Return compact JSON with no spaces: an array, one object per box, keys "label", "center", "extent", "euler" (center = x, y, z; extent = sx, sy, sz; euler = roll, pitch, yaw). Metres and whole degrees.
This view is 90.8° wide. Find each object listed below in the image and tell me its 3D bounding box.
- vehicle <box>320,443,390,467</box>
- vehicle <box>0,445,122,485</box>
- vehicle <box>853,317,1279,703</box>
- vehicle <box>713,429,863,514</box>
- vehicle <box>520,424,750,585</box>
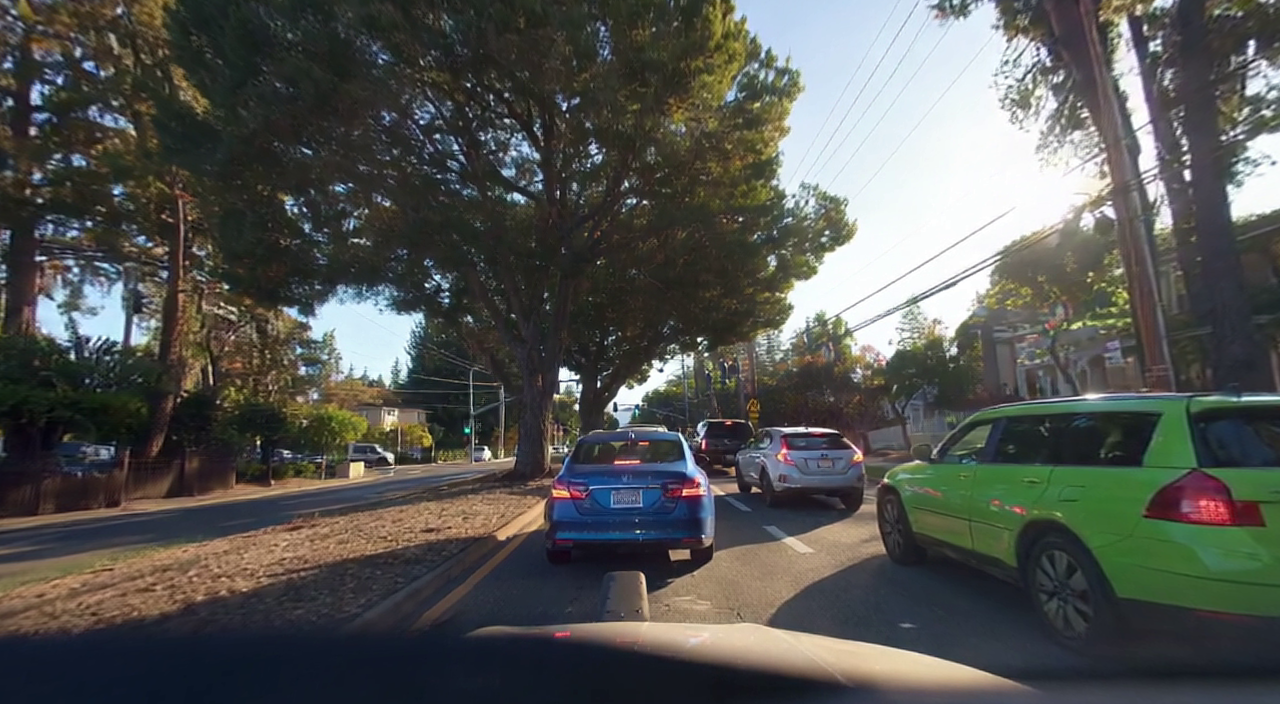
[{"label":"vehicle","center":[-19.917,7.181,44.196],"extent":[3.957,1.630,1.881],"euler":[0,-8,0]},{"label":"vehicle","center":[-22.536,4.279,24.085],"extent":[4.092,1.438,1.639],"euler":[0,-8,1]},{"label":"vehicle","center":[3.356,1.041,4.650],"extent":[2.006,1.766,4.345],"euler":[0,-8,0]},{"label":"vehicle","center":[2.947,2.496,13.745],"extent":[1.971,1.517,4.521],"euler":[0,-8,-3]},{"label":"vehicle","center":[-0.101,1.762,8.158],"extent":[2.186,1.500,4.141],"euler":[0,-8,-1]}]
